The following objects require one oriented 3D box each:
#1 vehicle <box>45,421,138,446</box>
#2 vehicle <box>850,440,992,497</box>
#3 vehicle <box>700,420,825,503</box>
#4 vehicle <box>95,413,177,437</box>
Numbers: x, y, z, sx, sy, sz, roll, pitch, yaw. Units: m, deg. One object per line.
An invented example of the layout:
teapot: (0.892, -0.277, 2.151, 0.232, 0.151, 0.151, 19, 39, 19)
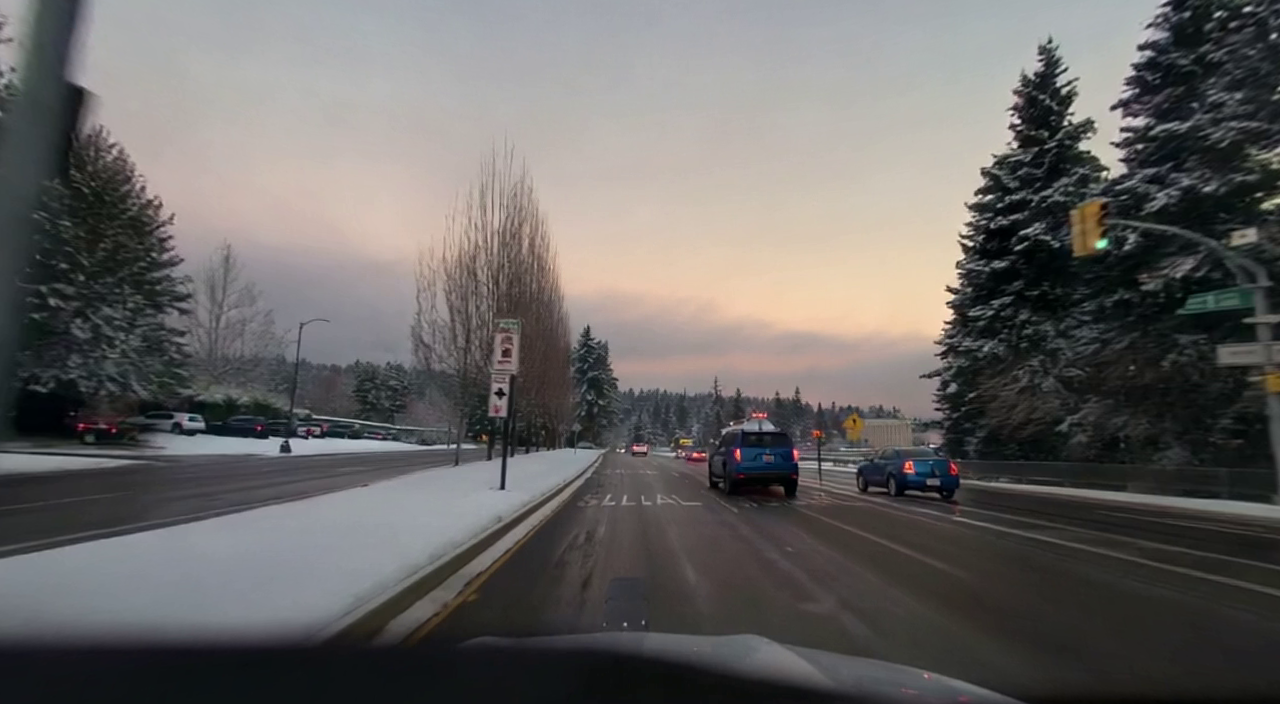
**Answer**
vehicle: (-32.040, 4.784, 36.903, 3.789, 1.409, 1.727, 0, -9, 1)
vehicle: (8.093, 3.366, 18.693, 1.966, 1.476, 4.270, 0, -8, -5)
vehicle: (2.815, 2.657, 15.630, 2.045, 1.729, 4.532, 0, -8, -2)
vehicle: (-32.432, 4.725, 40.642, 3.607, 1.431, 1.906, 0, -11, 3)
